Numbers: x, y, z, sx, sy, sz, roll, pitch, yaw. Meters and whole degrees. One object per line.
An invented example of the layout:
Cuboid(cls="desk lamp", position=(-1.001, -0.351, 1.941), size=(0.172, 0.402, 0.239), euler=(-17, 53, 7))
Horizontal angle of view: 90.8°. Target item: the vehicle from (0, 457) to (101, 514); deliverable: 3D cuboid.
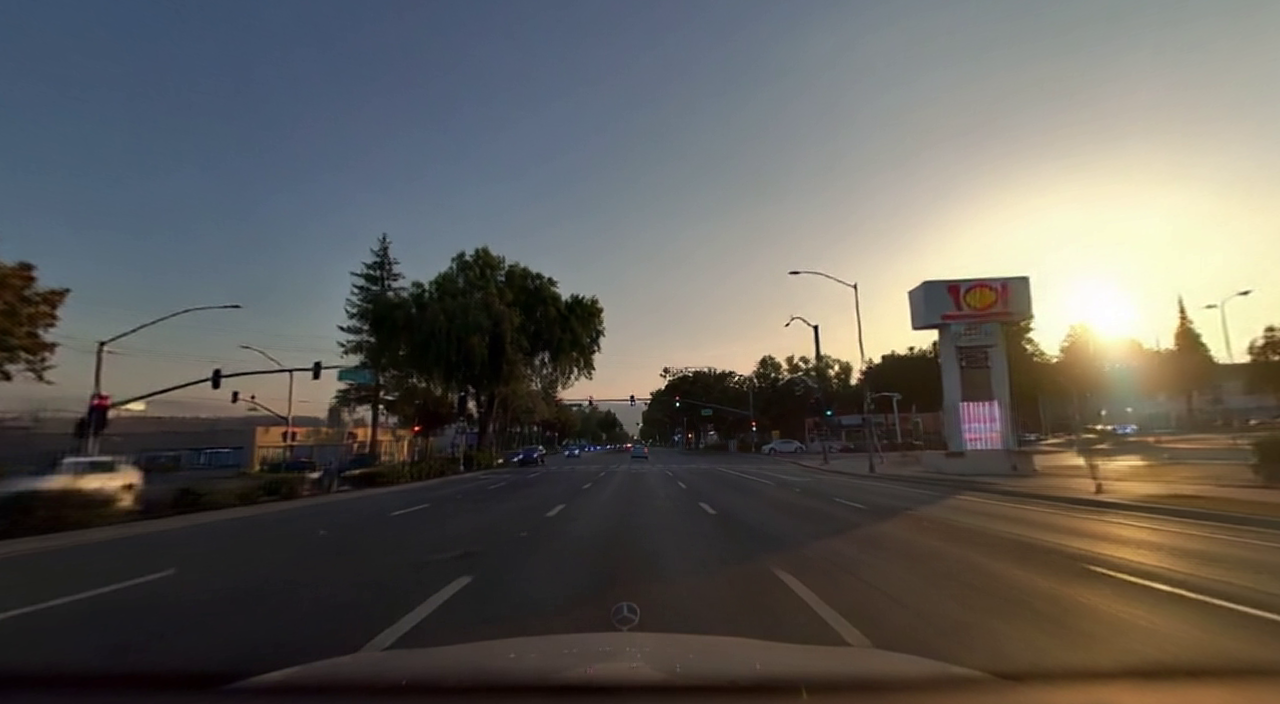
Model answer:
Cuboid(cls="vehicle", position=(-18.609, 3.836, 18.204), size=(1.948, 1.507, 4.742), euler=(0, -8, 0))

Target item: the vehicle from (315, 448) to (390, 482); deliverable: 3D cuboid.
Cuboid(cls="vehicle", position=(-14.936, 5.857, 33.095), size=(1.907, 1.652, 4.393), euler=(0, -8, -1))

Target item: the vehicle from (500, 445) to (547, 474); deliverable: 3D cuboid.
Cuboid(cls="vehicle", position=(-6.612, 6.107, 36.160), size=(1.898, 1.539, 4.314), euler=(0, -8, -1))

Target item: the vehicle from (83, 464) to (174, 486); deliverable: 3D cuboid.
Cuboid(cls="vehicle", position=(-38.200, 9.156, 47.275), size=(4.807, 1.468, 2.004), euler=(1, -8, -7))
